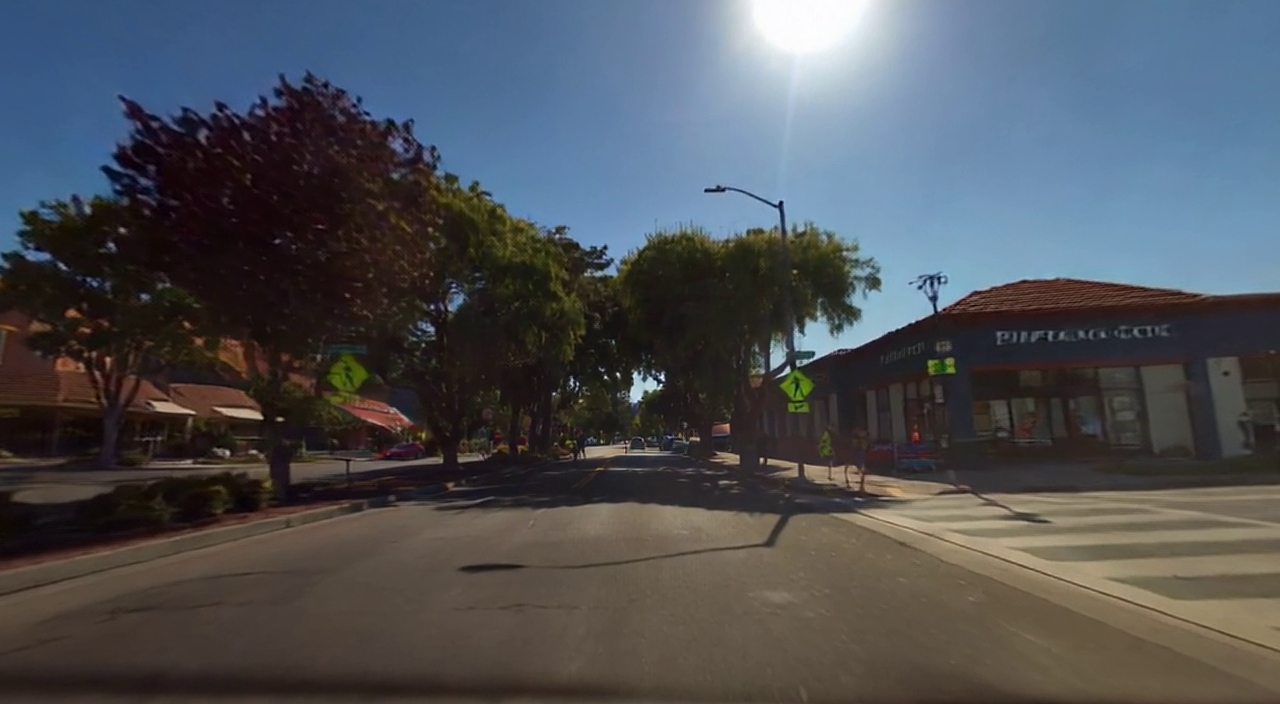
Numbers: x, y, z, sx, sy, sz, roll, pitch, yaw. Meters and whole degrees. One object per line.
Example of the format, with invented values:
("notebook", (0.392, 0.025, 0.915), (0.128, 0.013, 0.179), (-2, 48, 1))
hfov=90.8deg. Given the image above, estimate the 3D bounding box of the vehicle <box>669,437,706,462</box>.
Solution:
("vehicle", (3.042, 6.377, 41.267), (2.152, 1.527, 4.010), (0, -9, 0))
